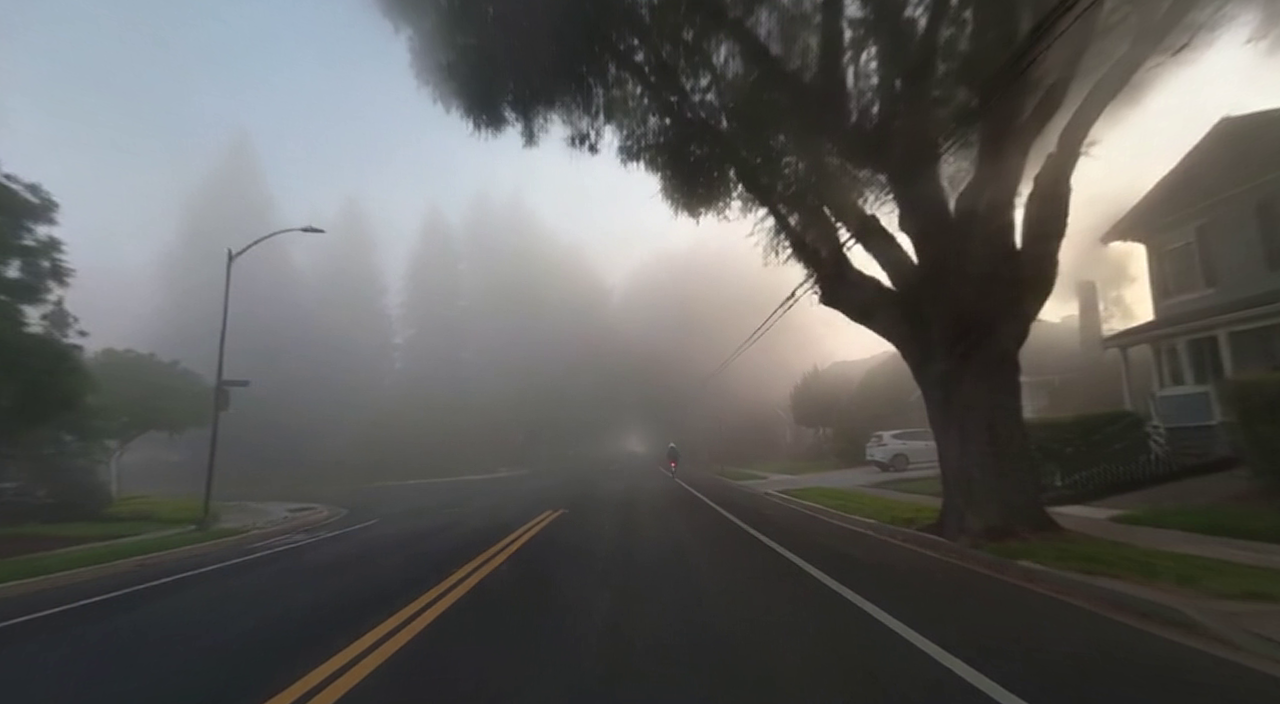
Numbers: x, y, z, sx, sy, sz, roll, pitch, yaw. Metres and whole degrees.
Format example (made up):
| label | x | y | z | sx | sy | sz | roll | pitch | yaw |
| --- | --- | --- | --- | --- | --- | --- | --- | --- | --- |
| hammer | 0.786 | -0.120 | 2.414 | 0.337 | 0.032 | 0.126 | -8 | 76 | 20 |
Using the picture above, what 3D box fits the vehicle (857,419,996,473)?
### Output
| label | x | y | z | sx | sy | sz | roll | pitch | yaw |
| --- | --- | --- | --- | --- | --- | --- | --- | --- | --- |
| vehicle | 10.327 | 3.425 | 23.063 | 4.146 | 1.866 | 1.897 | -1 | -9 | 5 |
